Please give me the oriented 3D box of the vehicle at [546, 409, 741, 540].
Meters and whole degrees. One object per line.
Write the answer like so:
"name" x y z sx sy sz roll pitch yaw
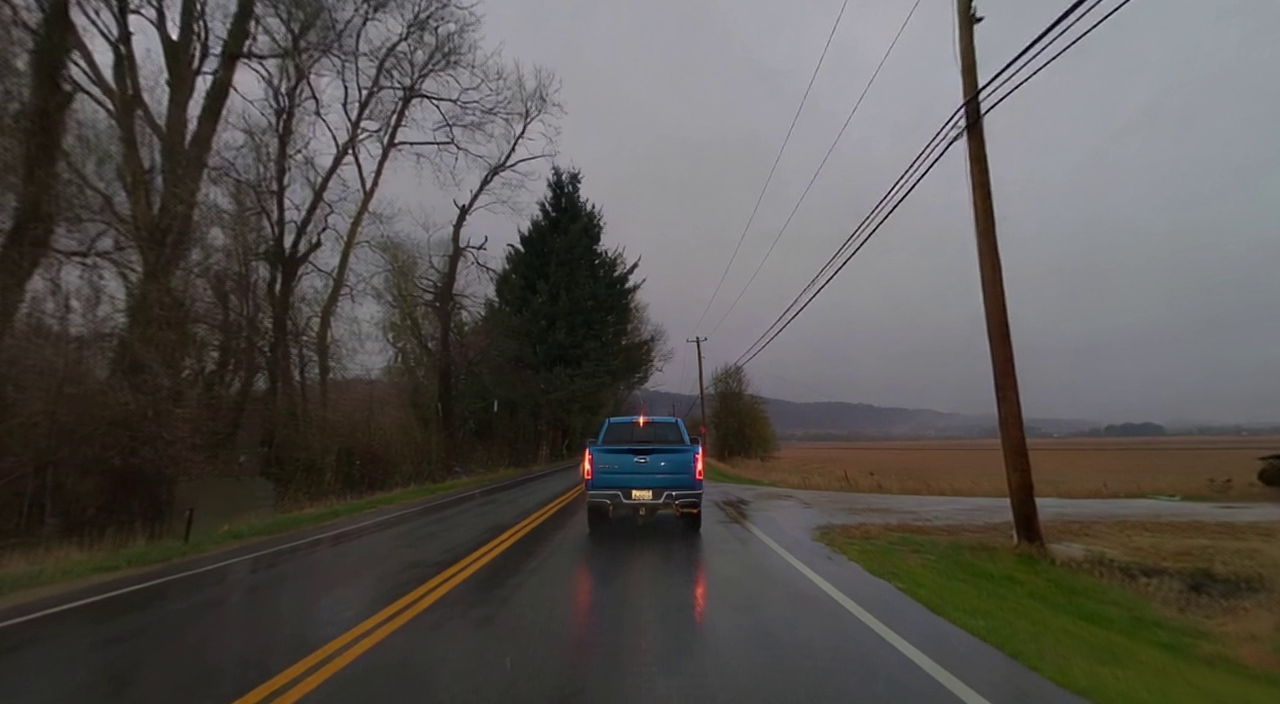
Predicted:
"vehicle" 0.018 2.186 12.042 2.774 1.861 5.885 0 -8 -1
